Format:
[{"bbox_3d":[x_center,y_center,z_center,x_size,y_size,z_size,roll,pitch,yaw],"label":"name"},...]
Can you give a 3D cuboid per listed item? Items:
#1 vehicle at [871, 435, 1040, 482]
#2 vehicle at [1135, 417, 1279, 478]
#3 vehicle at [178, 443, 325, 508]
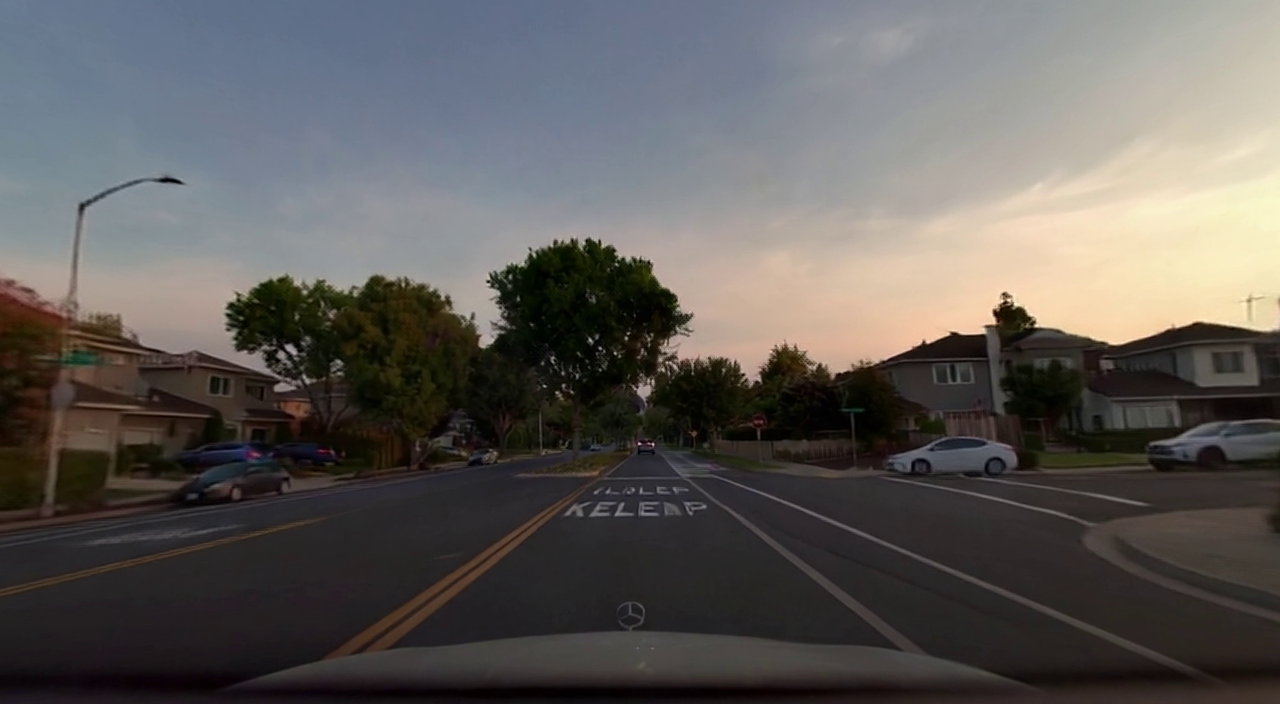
[{"bbox_3d":[10.864,3.702,22.125,4.818,1.525,2.163,-1,-9,9],"label":"vehicle"},{"bbox_3d":[19.577,3.106,20.566,4.754,1.844,2.272,-1,-9,5],"label":"vehicle"},{"bbox_3d":[-12.546,3.966,20.758,1.965,1.653,4.488,-3,-6,1],"label":"vehicle"}]
